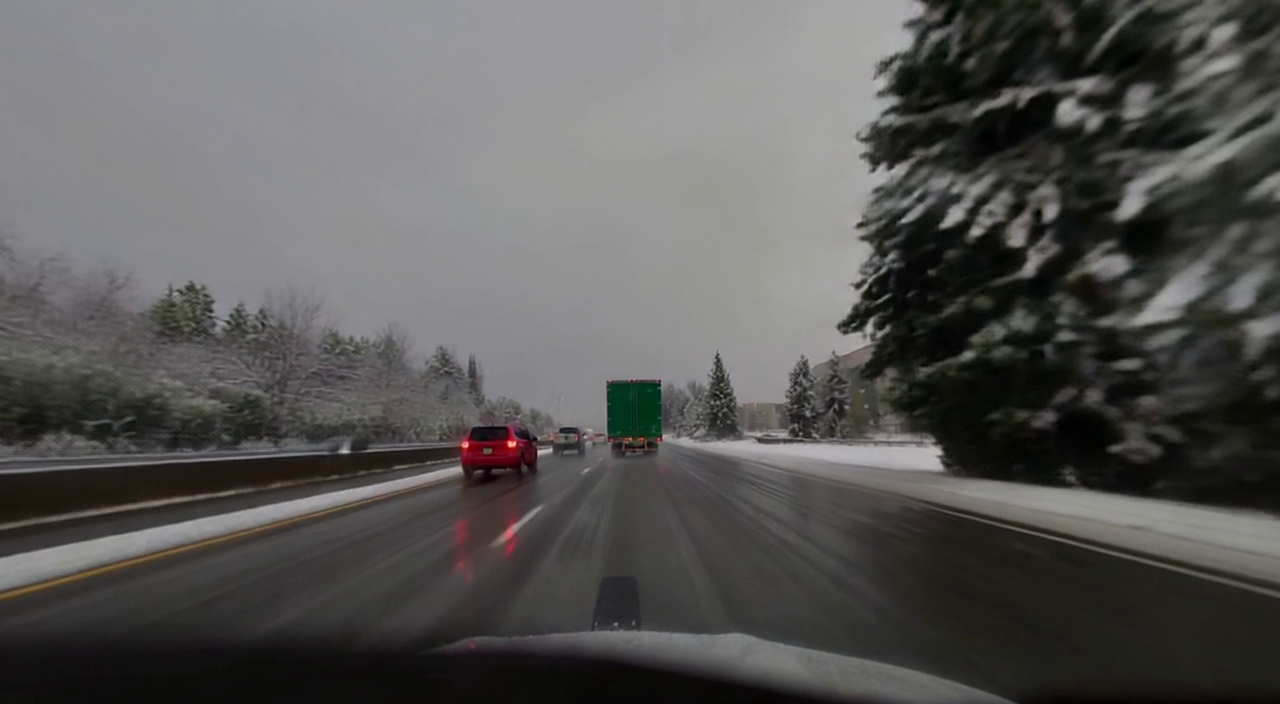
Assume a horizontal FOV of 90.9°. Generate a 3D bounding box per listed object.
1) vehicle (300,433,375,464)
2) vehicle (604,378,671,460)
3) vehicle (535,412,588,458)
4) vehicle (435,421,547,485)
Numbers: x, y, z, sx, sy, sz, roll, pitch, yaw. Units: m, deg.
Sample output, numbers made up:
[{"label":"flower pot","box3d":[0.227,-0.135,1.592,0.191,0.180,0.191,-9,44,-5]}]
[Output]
[{"label":"vehicle","box3d":[-17.082,5.465,35.838,2.132,1.644,4.327,0,-8,-1]},{"label":"vehicle","box3d":[-0.259,3.964,36.037,3.259,4.066,9.891,0,-8,-2]},{"label":"vehicle","box3d":[-5.044,5.481,41.516,2.717,2.714,6.997,0,-8,-1]},{"label":"vehicle","box3d":[-4.156,2.913,18.569,2.005,1.602,5.131,0,-8,1]}]
